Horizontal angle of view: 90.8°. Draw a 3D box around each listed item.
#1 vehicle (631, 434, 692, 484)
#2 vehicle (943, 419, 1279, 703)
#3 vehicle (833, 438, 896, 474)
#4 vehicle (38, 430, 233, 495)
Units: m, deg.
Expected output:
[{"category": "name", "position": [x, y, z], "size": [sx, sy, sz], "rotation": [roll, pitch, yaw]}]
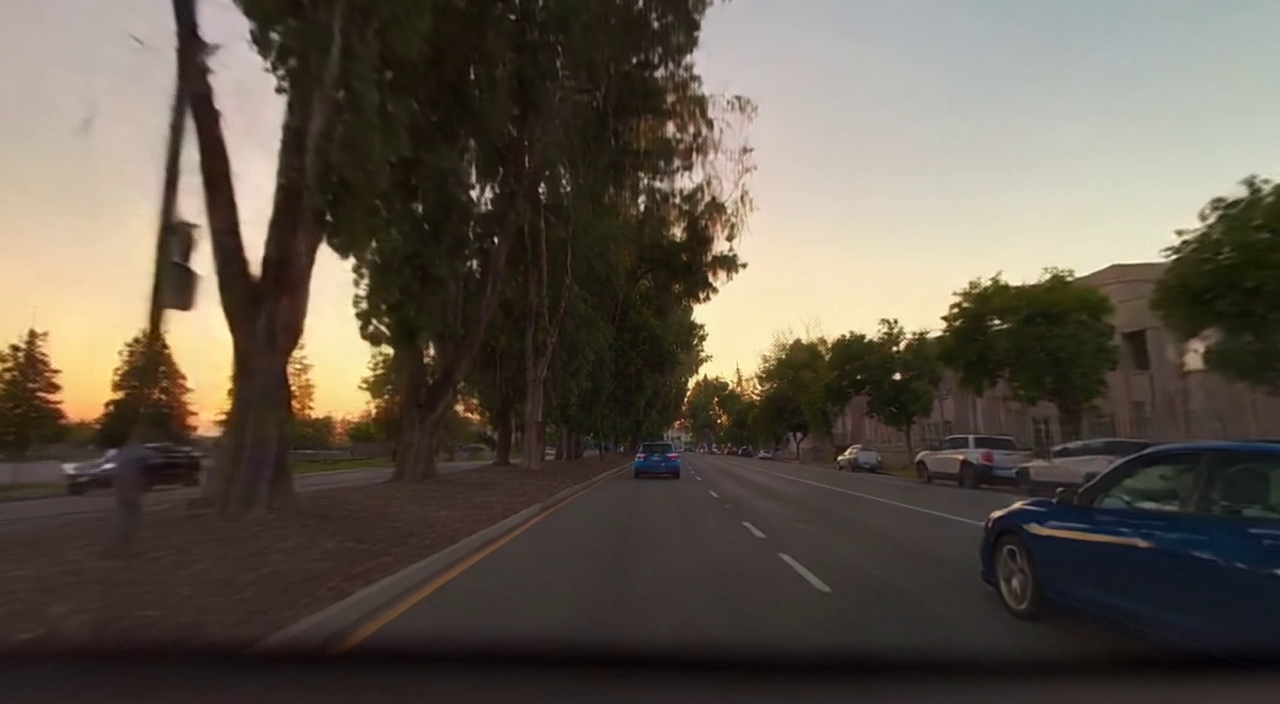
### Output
[{"category": "vehicle", "position": [0.775, 4.019, 23.994], "size": [2.085, 1.693, 4.301], "rotation": [0, -9, 1]}, {"category": "vehicle", "position": [3.823, 1.148, 3.714], "size": [1.918, 1.418, 4.360], "rotation": [0, -9, 0]}, {"category": "vehicle", "position": [12.335, 5.720, 35.073], "size": [2.039, 1.826, 4.704], "rotation": [-1, -9, 4]}, {"category": "vehicle", "position": [-15.520, 3.405, 19.917], "size": [2.290, 1.758, 4.900], "rotation": [0, -9, -4]}]
